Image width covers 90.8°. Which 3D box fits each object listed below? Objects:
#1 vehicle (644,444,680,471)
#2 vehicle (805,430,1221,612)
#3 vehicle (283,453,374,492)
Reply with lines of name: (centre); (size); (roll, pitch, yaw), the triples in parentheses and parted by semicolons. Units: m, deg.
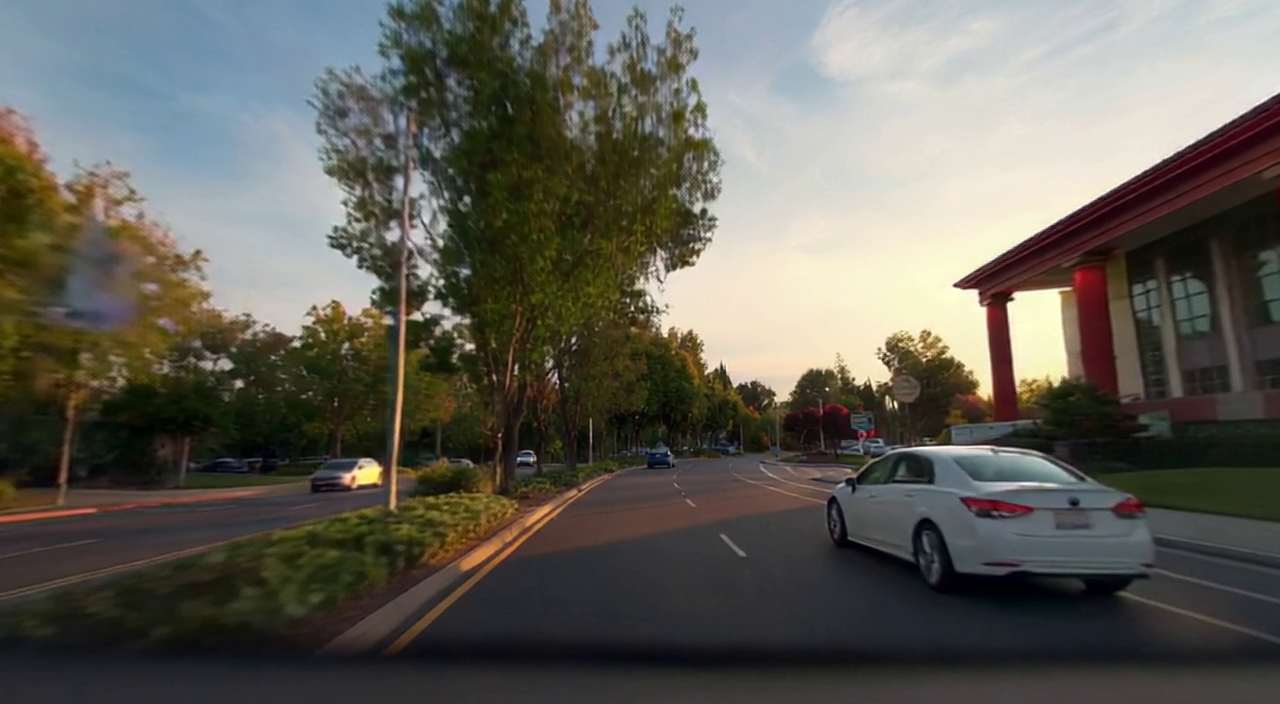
vehicle: (1.542, 7.091, 42.610); (2.123, 1.703, 4.292); (-1, -9, 6)
vehicle: (3.756, 1.791, 7.753); (2.132, 1.497, 4.827); (0, -9, 0)
vehicle: (-14.452, 5.600, 29.640); (1.910, 1.667, 4.290); (-1, -9, 2)
